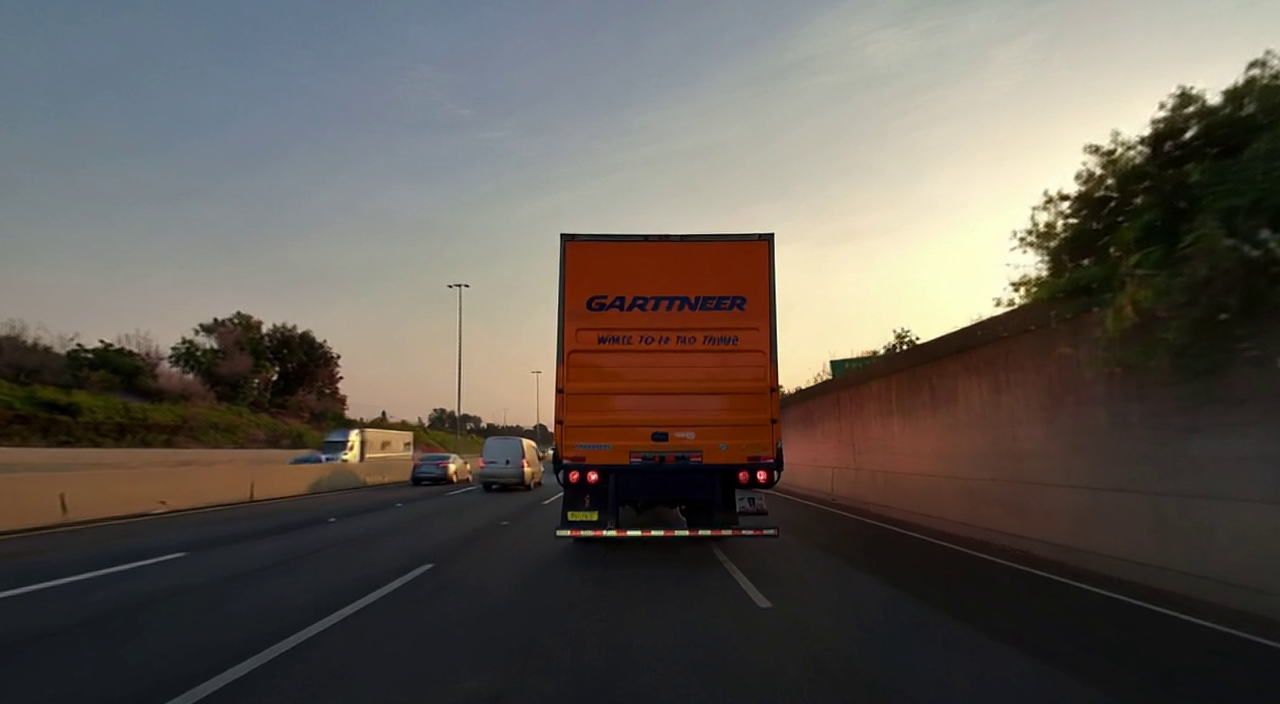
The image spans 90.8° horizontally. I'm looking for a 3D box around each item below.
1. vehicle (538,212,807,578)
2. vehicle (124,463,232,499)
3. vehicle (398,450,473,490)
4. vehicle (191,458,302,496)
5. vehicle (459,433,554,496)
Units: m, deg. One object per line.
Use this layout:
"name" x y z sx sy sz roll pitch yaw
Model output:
"vehicle" 0.446 1.223 12.214 2.853 4.054 10.557 0 -9 1
"vehicle" -20.976 5.842 28.872 1.845 1.417 4.012 0 -9 0
"vehicle" -8.200 4.754 25.608 1.828 1.502 3.385 0 -9 1
"vehicle" -16.622 5.261 26.983 1.833 1.432 4.447 0 -9 1
"vehicle" -4.632 4.012 22.787 2.293 2.015 4.915 0 -9 1
